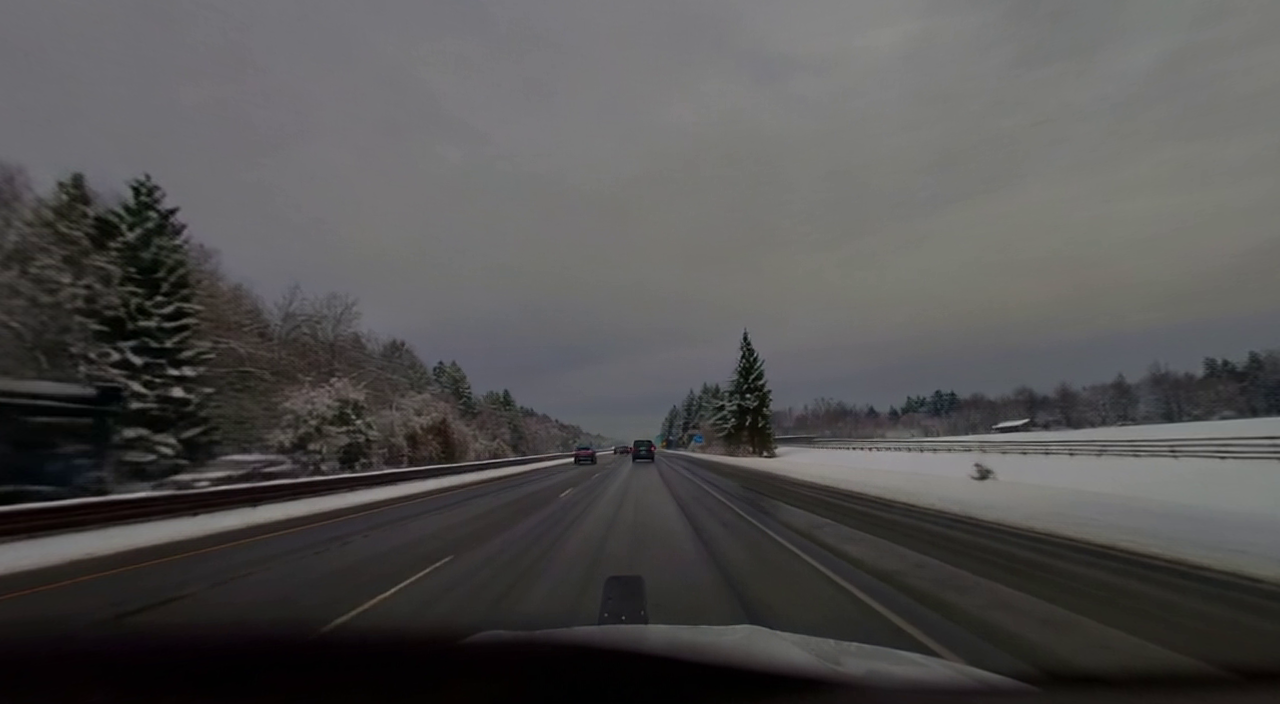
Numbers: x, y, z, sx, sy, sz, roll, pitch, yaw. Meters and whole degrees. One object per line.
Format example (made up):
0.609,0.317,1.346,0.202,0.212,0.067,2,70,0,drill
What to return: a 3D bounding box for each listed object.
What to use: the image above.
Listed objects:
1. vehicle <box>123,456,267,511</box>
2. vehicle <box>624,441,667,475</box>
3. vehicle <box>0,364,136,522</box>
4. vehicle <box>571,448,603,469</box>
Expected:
-12.938,3.804,18.599,1.676,1.396,3.459,0,-9,0,vehicle
0.290,5.706,34.005,2.172,1.687,3.929,0,-9,0,vehicle
-17.243,2.117,14.676,2.953,3.833,9.571,0,-9,0,vehicle
-3.856,7.830,46.636,1.998,1.460,4.422,0,-9,0,vehicle
